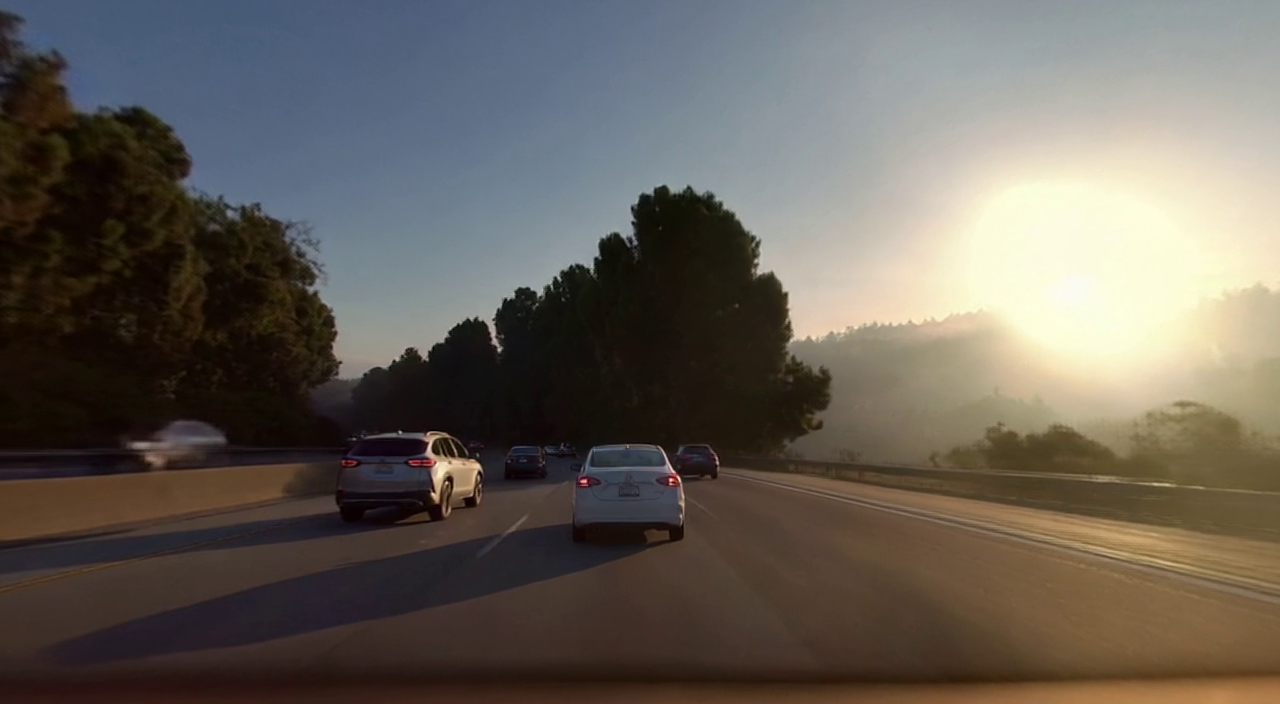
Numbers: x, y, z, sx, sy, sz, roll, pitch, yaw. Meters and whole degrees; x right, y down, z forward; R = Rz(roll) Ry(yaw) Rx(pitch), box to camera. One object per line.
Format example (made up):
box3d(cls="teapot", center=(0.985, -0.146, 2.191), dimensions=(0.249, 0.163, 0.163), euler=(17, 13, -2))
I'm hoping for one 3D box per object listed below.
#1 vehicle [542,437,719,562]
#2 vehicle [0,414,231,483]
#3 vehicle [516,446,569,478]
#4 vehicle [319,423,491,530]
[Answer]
box3d(cls="vehicle", center=(-0.190, 2.105, 9.744), dimensions=(2.120, 1.478, 4.179), euler=(0, -9, -2))
box3d(cls="vehicle", center=(-12.764, 2.427, 15.799), dimensions=(2.076, 1.461, 4.477), euler=(0, -9, -2))
box3d(cls="vehicle", center=(-4.824, 5.493, 31.601), dimensions=(2.122, 1.491, 3.800), euler=(0, -9, -1))
box3d(cls="vehicle", center=(-4.282, 2.332, 12.277), dimensions=(1.830, 1.703, 4.142), euler=(0, -9, -2))
